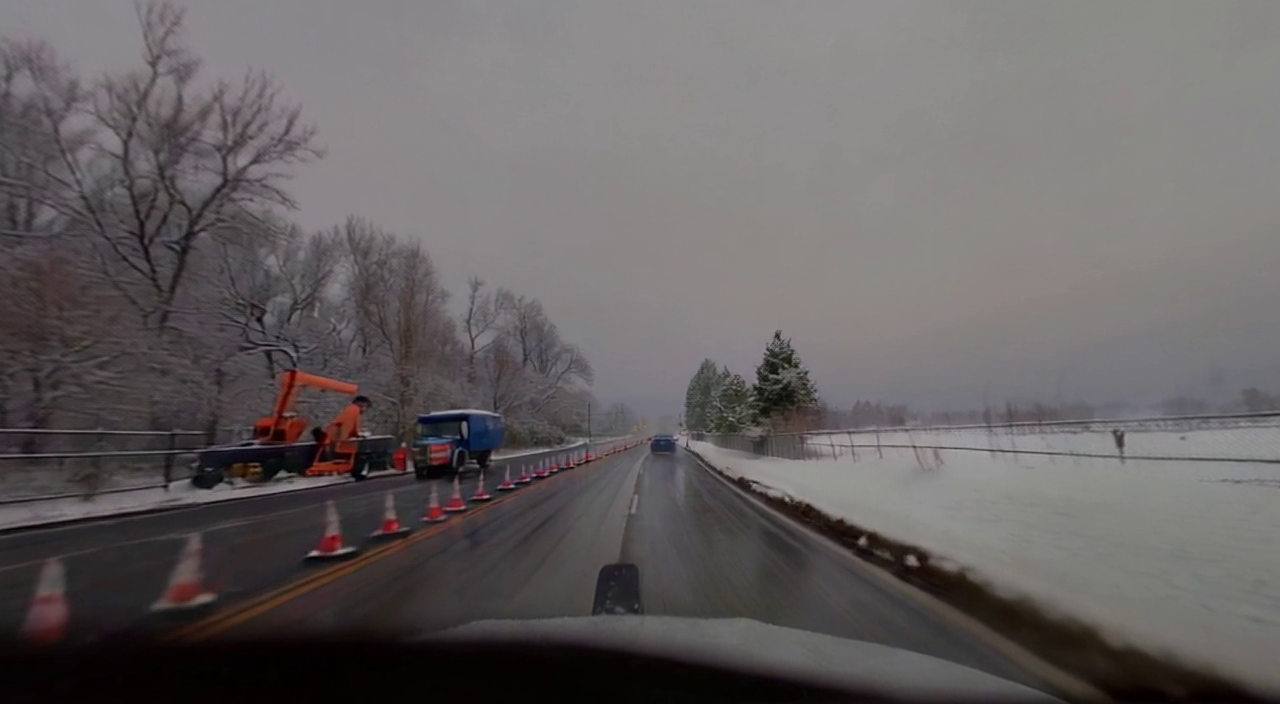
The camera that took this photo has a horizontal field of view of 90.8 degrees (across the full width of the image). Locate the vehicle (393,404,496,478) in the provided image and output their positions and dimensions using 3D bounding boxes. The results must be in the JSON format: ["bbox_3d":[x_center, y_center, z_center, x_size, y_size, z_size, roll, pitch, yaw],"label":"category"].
[{"bbox_3d":[-7.527,3.479,24.653,3.064,2.710,2.385,-1,-9,4],"label":"vehicle"}]

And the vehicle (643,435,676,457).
[{"bbox_3d":[1.336,6.520,43.877,2.172,1.486,3.581,0,-9,1],"label":"vehicle"}]
